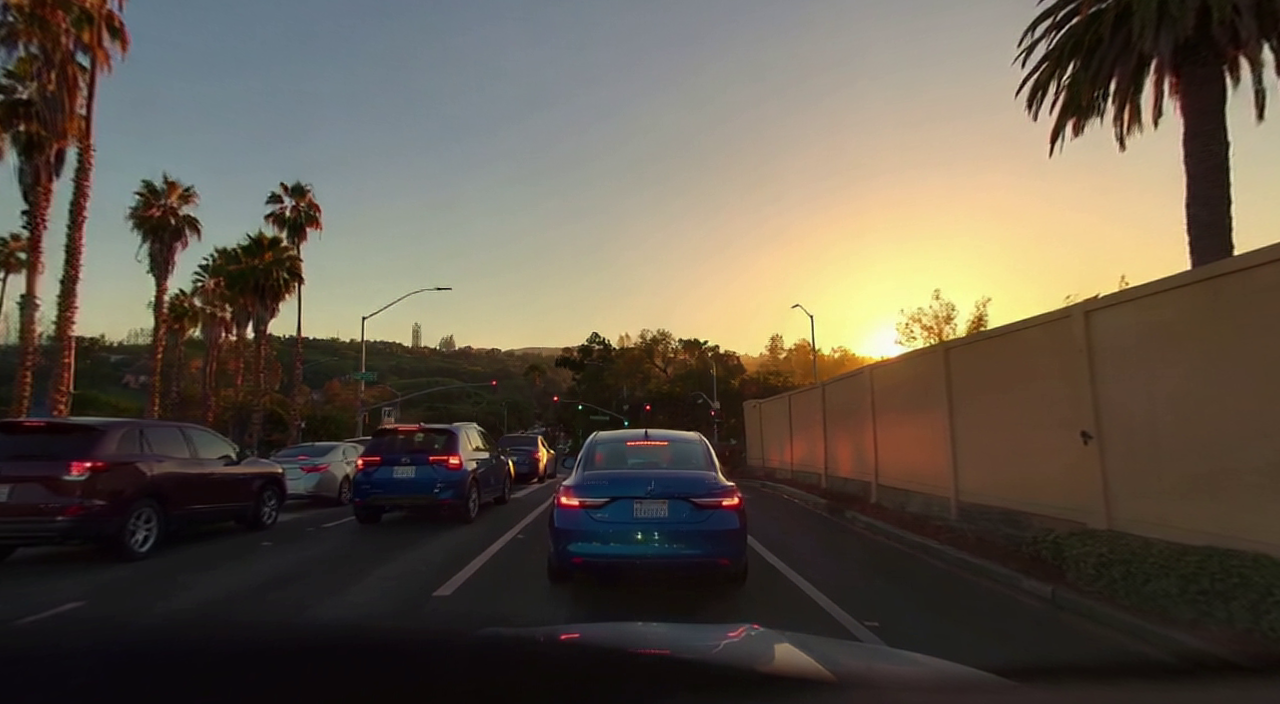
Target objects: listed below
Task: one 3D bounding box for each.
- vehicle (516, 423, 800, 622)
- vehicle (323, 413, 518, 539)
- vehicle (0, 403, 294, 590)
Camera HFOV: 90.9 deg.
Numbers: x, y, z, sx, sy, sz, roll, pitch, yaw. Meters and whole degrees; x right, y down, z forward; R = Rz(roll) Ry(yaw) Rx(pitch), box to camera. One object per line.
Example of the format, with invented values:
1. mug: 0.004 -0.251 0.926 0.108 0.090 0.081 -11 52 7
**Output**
1. vehicle: 0.070 1.597 6.947 2.128 1.473 4.272 0 -8 -2
2. vehicle: -3.486 2.050 10.992 2.007 1.746 4.136 0 -8 -2
3. vehicle: -6.676 1.670 8.132 1.963 1.721 4.467 0 -8 -2
